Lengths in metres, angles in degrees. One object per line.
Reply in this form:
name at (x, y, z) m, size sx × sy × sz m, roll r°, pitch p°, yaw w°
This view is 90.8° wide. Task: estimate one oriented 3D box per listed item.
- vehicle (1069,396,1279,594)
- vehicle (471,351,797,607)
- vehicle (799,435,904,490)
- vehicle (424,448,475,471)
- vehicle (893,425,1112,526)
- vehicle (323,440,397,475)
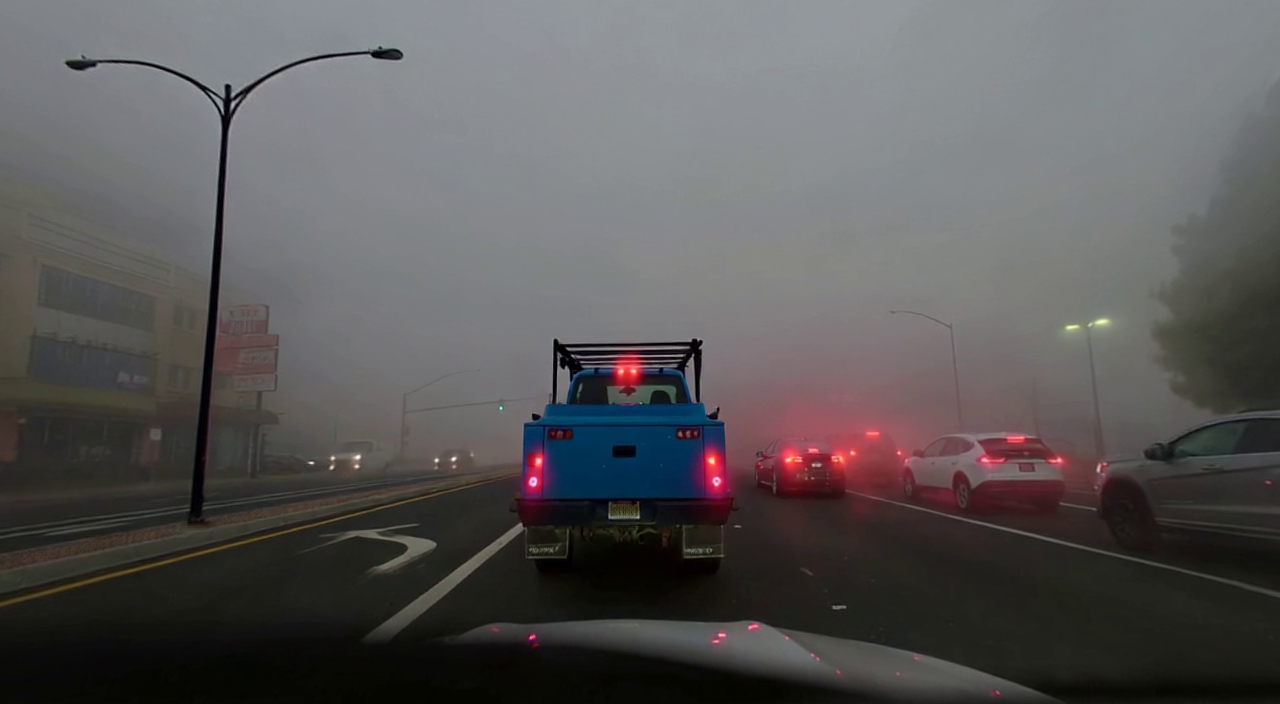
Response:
vehicle at (6.804, 1.363, 6.162) m, size 2.023 × 1.771 × 4.488 m, roll 0°, pitch -9°, yaw 0°
vehicle at (-0.096, 1.464, 8.169) m, size 2.682 × 2.117 × 5.706 m, roll 0°, pitch -9°, yaw -1°
vehicle at (7.059, 3.732, 21.605) m, size 1.953 × 1.665 × 4.327 m, roll 0°, pitch -9°, yaw -2°
vehicle at (-12.559, 7.096, 41.949) m, size 1.983 × 1.449 × 4.501 m, roll 0°, pitch -9°, yaw 0°
vehicle at (7.065, 2.435, 12.968) m, size 1.931 × 1.692 × 4.267 m, roll 0°, pitch -9°, yaw 0°
vehicle at (-19.316, 7.289, 43.946) m, size 2.700 × 2.296 × 5.270 m, roll 0°, pitch -9°, yaw -1°
